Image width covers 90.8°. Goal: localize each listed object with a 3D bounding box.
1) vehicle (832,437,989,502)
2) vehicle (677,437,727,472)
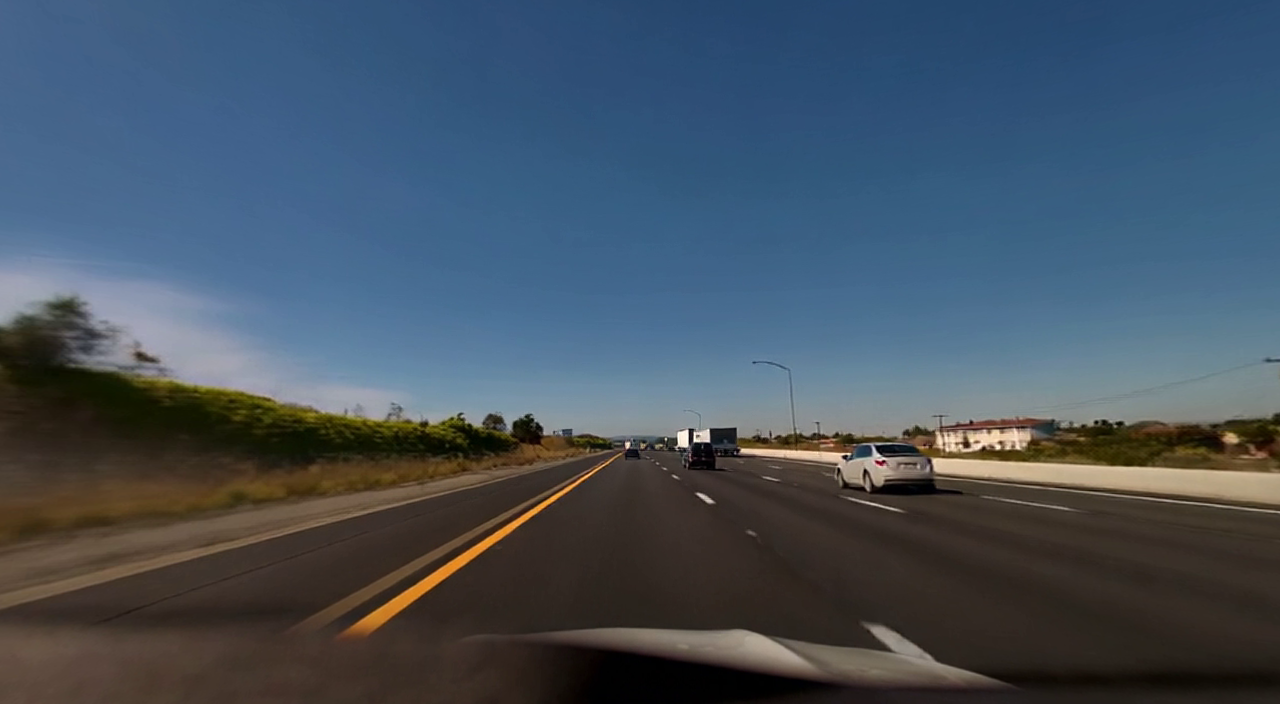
[{"bbox_3d":[7.141,3.138,17.408,2.046,1.509,4.929,0,-8,-2],"label":"vehicle"},{"bbox_3d":[3.375,5.702,35.322,2.141,1.785,4.778,0,-8,-2],"label":"vehicle"}]
